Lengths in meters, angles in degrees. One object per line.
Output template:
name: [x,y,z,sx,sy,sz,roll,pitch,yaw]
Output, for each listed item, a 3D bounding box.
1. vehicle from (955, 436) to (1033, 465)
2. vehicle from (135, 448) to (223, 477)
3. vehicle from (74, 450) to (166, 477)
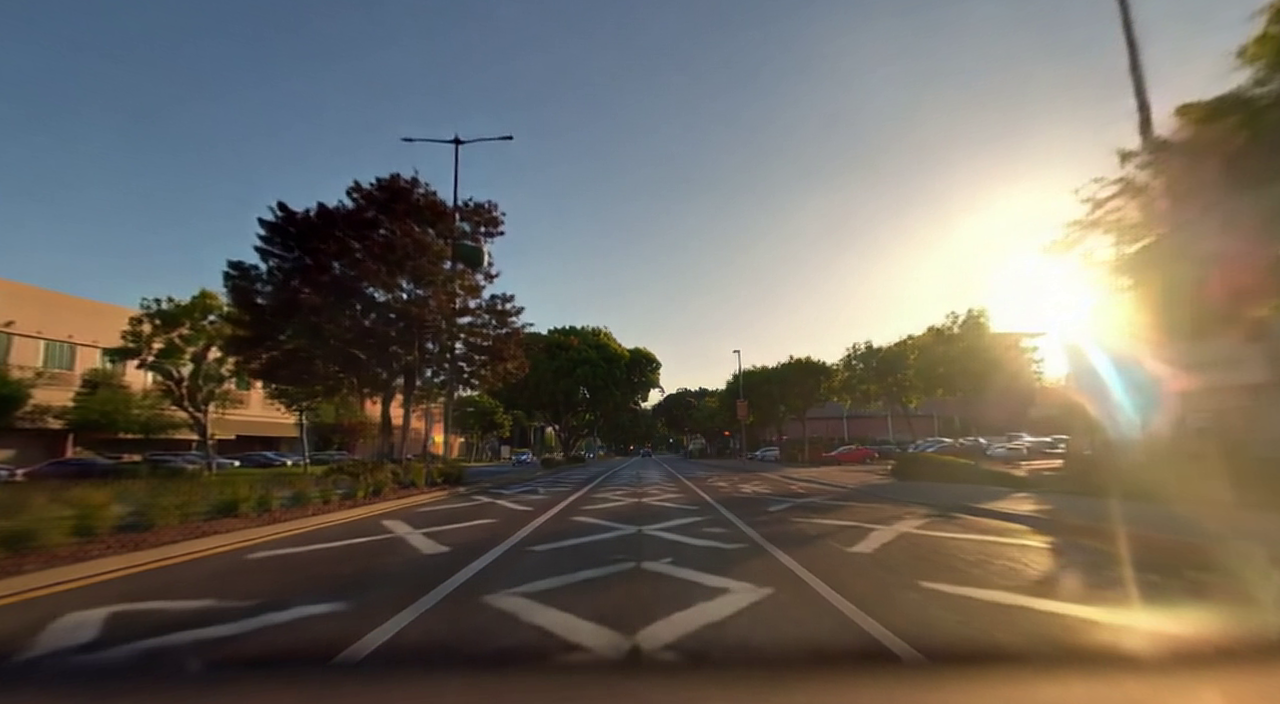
vehicle: [26.973,7.534,47.986,4.569,1.929,2.084,-2,-10,-2]
vehicle: [-35.769,8.548,48.948,2.471,2.129,5.492,0,-9,3]
vehicle: [-40.477,8.675,49.083,2.266,1.915,5.560,0,-9,3]
